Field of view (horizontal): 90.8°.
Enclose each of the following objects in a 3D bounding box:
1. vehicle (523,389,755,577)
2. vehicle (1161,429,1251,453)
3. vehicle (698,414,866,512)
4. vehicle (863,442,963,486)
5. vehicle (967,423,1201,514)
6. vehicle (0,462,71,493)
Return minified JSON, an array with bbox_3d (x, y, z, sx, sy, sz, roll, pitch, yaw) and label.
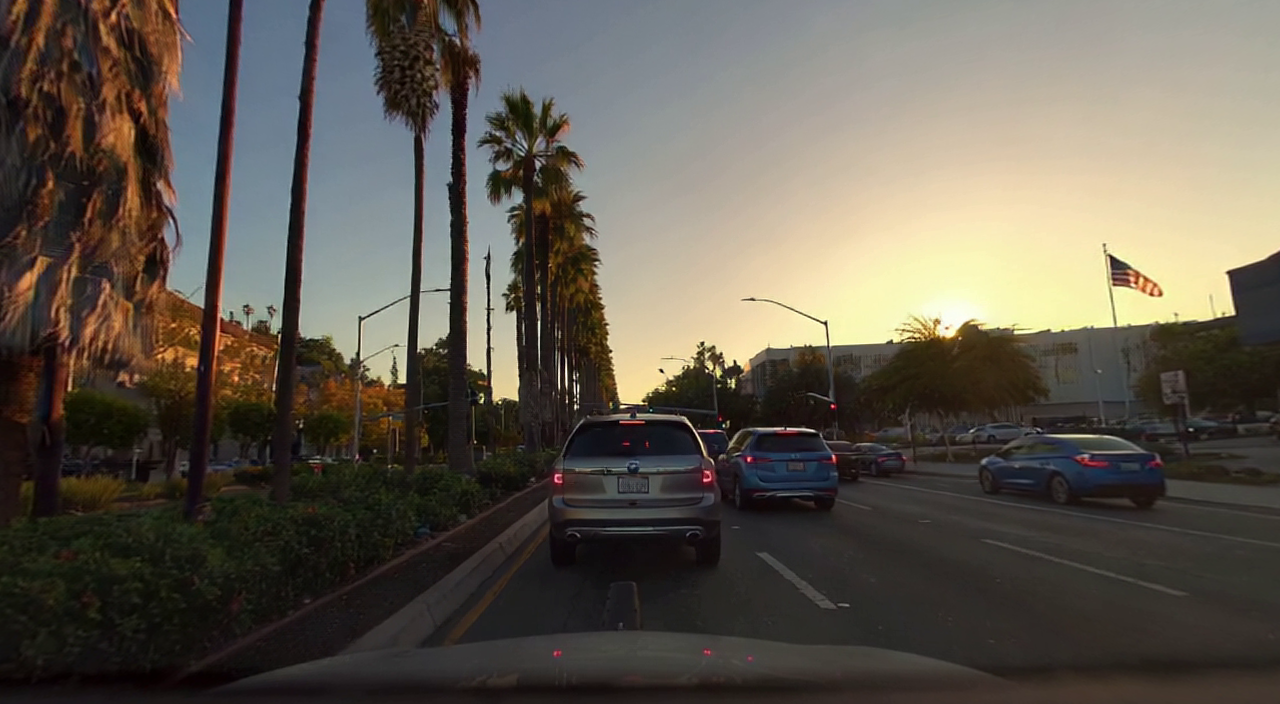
[{"bbox_3d":[-0.121,1.693,8.923,2.402,1.938,4.535,0,-9,-3],"label":"vehicle"},{"bbox_3d":[36.417,5.762,40.841,1.839,1.455,4.395,0,-9,2],"label":"vehicle"},{"bbox_3d":[3.256,2.790,16.383,2.773,2.021,6.212,0,-9,-2],"label":"vehicle"},{"bbox_3d":[10.184,4.178,23.978,1.855,1.495,4.143,0,-9,-1],"label":"vehicle"},{"bbox_3d":[9.992,2.649,14.843,2.155,1.779,4.582,0,-9,0],"label":"vehicle"},{"bbox_3d":[-45.692,9.058,45.761,6.410,2.078,2.584,0,-9,0],"label":"vehicle"}]
